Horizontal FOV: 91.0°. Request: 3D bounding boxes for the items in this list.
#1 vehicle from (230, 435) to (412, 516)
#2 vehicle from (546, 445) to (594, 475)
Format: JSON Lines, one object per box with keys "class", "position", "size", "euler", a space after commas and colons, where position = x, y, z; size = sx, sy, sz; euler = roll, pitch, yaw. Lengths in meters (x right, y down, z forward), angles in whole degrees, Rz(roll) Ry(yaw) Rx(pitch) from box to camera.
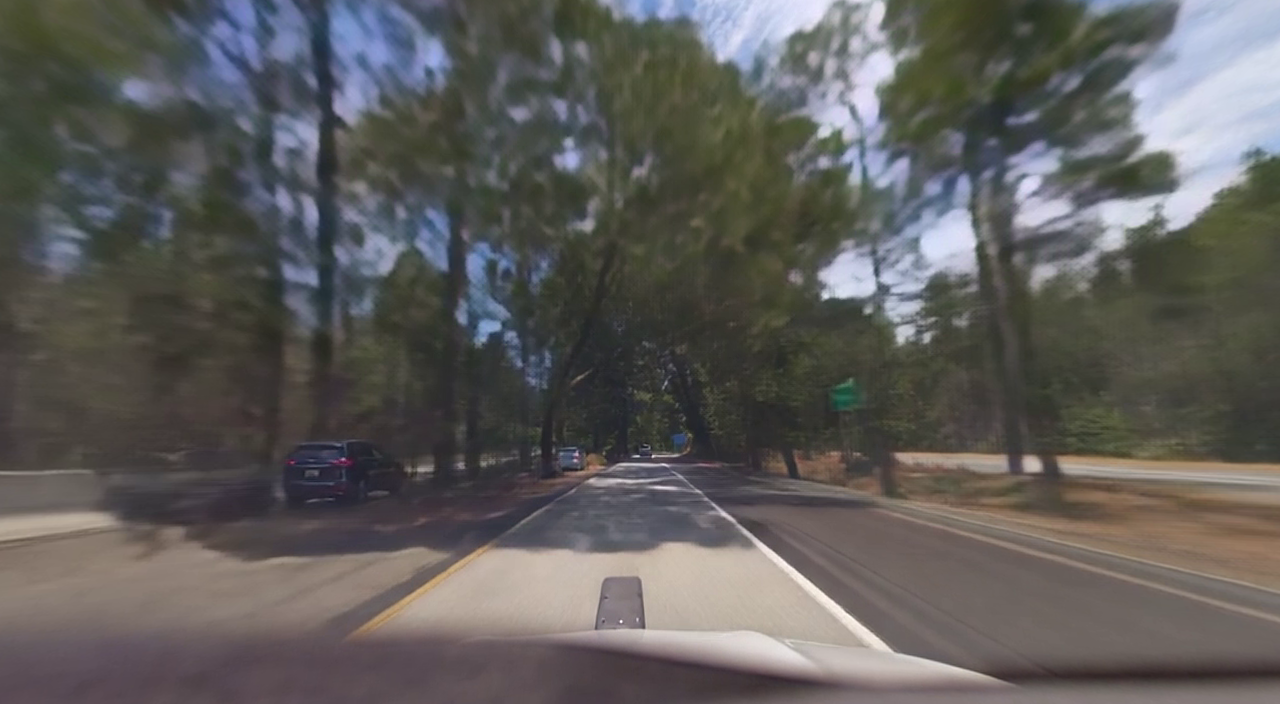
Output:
{"class": "vehicle", "position": [-7.167, 2.805, 14.771], "size": [2.007, 1.616, 4.141], "euler": [0, -9, 1]}
{"class": "vehicle", "position": [-3.832, 6.032, 35.347], "size": [2.104, 1.558, 4.639], "euler": [0, -9, 1]}
